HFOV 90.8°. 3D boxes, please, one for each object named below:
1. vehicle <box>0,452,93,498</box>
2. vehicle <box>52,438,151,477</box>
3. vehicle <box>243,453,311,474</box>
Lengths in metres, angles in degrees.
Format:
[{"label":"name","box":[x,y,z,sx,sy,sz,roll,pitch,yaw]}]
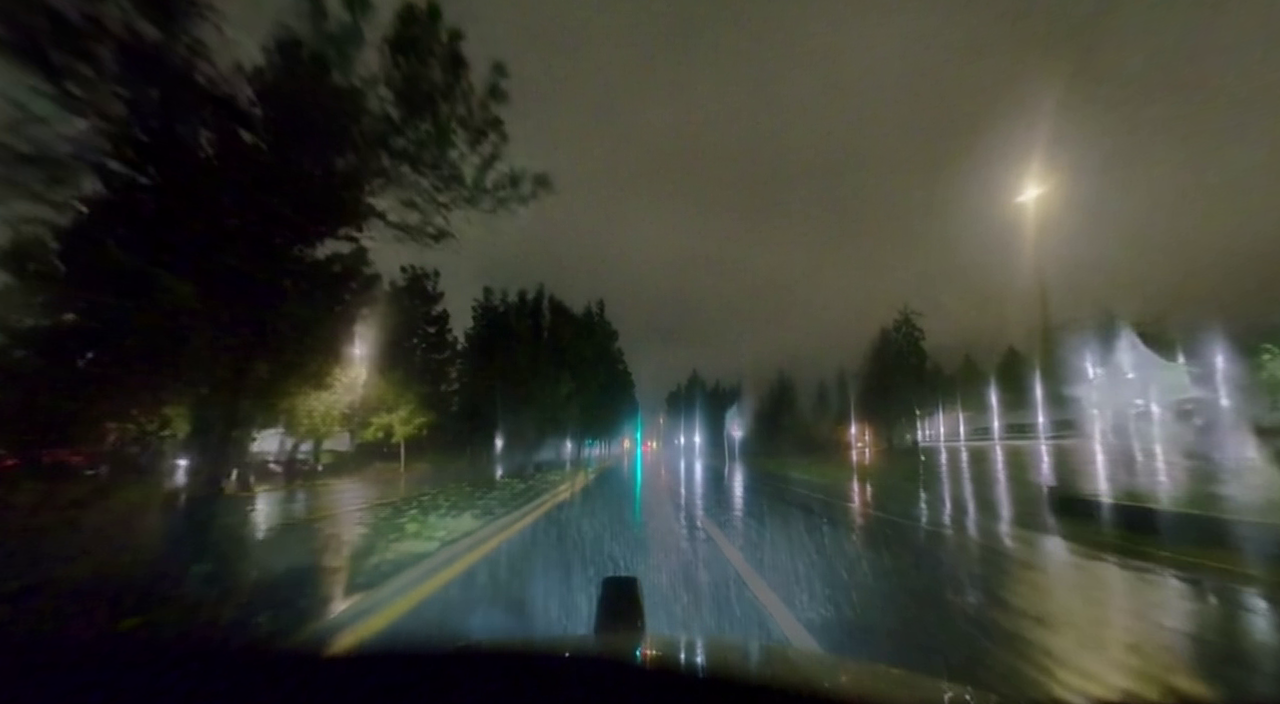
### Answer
[{"label":"vehicle","box":[-27.971,5.568,28.258,4.971,1.743,2.107,-4,-6,-4]},{"label":"vehicle","box":[-41.549,8.116,48.837,5.637,2.663,2.208,-2,-6,-2]},{"label":"vehicle","box":[-28.688,8.773,49.952,4.342,1.446,1.722,-2,-8,2]}]
